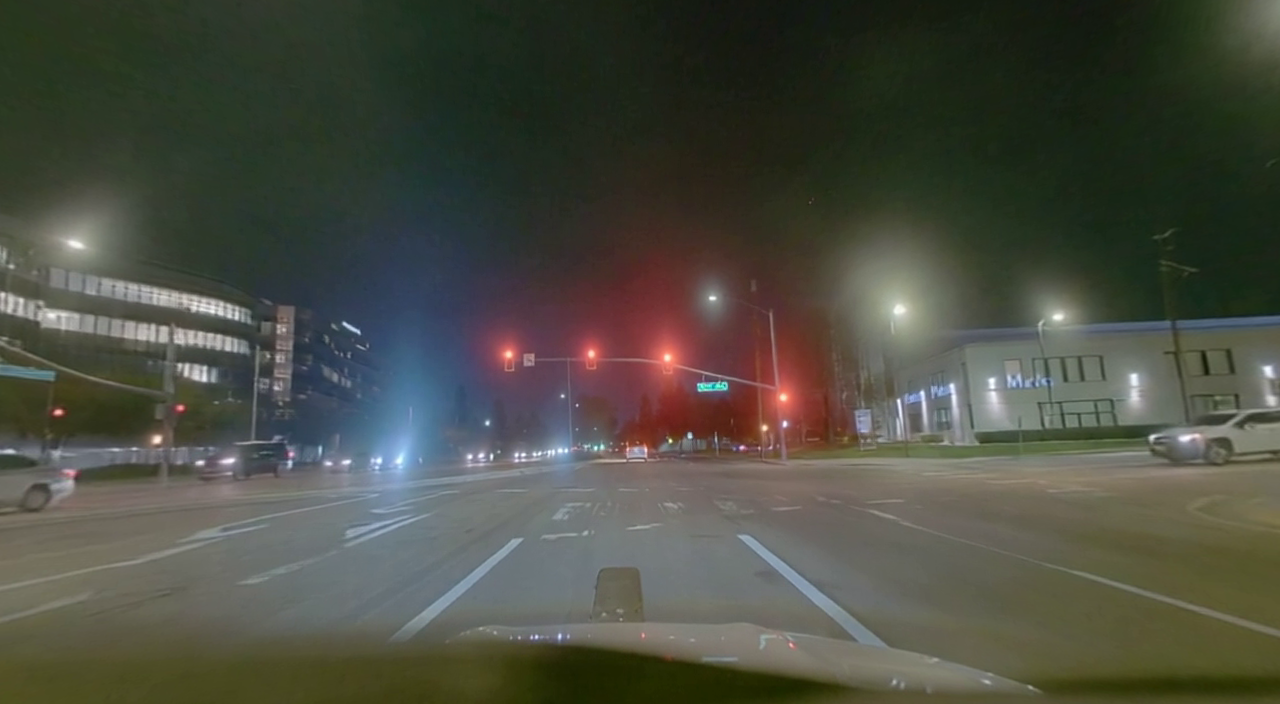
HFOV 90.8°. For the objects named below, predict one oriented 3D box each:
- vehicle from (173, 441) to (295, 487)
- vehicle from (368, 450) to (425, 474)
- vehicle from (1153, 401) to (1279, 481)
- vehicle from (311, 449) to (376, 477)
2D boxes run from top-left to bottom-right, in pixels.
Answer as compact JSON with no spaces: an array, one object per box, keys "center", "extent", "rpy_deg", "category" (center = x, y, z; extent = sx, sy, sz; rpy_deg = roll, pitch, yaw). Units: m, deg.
[{"center":[-19.899,5.473,31.348],"extent":[2.380,1.963,5.458],"rpy_deg":[-2,-8,1],"category":"vehicle"},{"center":[-16.304,7.353,42.570],"extent":[1.922,1.448,4.702],"rpy_deg":[-1,-8,1],"category":"vehicle"},{"center":[17.343,2.319,17.199],"extent":[4.709,1.920,2.166],"rpy_deg":[-4,-8,-1],"category":"vehicle"},{"center":[-19.666,7.338,42.190],"extent":[2.093,1.654,4.601],"rpy_deg":[-2,-8,0],"category":"vehicle"}]
